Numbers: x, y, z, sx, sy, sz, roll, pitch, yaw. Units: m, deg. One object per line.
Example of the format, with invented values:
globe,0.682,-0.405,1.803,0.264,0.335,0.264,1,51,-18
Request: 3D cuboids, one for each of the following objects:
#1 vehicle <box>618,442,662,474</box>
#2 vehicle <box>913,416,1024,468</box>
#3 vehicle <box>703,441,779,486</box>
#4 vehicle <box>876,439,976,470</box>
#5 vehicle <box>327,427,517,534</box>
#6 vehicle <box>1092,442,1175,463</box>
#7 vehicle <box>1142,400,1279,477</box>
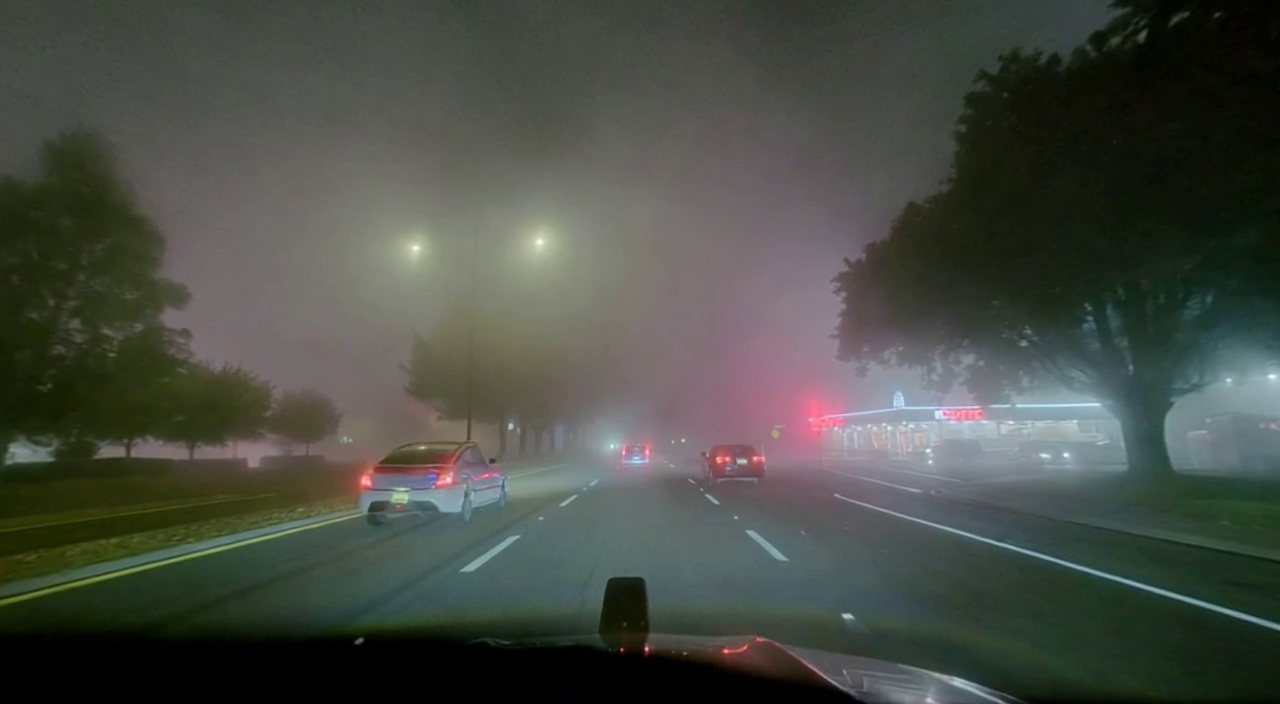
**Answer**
vehicle,0.051,5.295,31.740,2.059,1.477,4.216,0,-8,1
vehicle,21.853,6.064,42.618,2.928,3.123,8.236,-1,-8,-1
vehicle,3.612,4.076,23.372,2.012,1.462,4.400,0,-8,-1
vehicle,15.666,5.625,34.797,4.578,1.620,2.047,-2,-9,10
vehicle,-3.722,2.264,11.689,1.995,1.607,4.086,0,-8,1
vehicle,34.370,6.983,43.935,4.212,1.423,1.764,-1,-8,2
vehicle,24.337,3.532,25.687,5.466,2.971,2.352,0,-9,3
